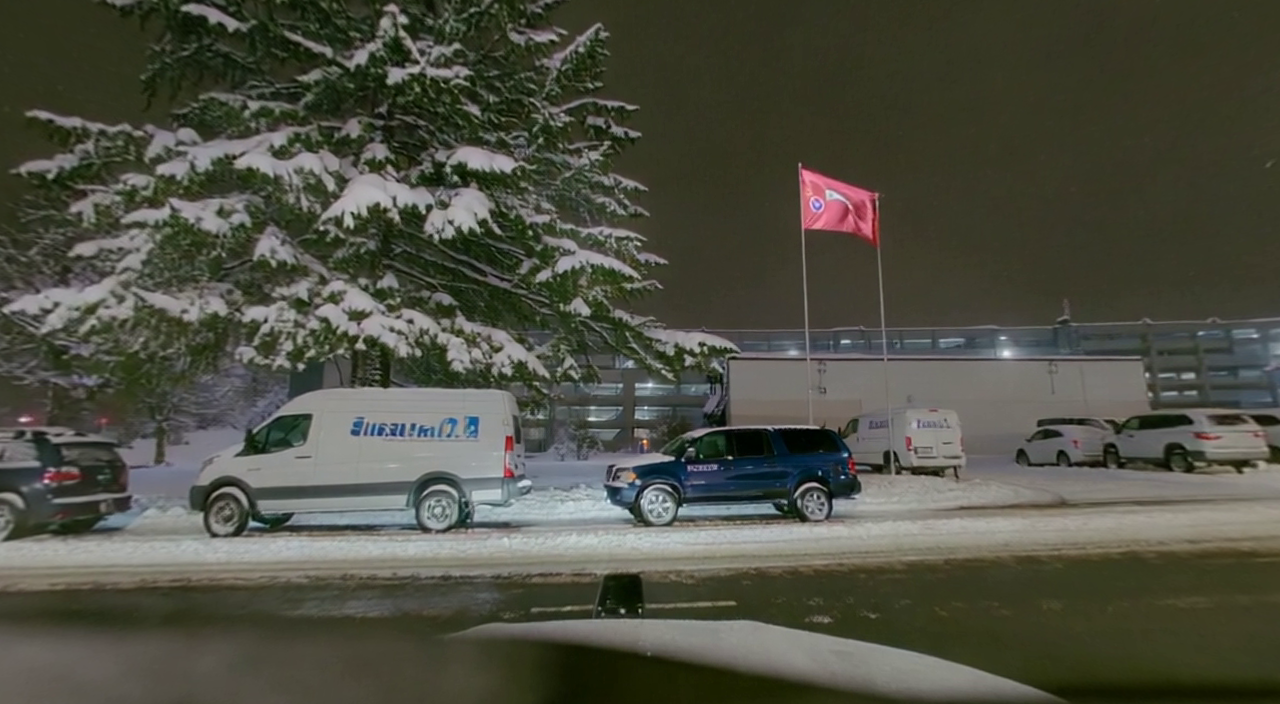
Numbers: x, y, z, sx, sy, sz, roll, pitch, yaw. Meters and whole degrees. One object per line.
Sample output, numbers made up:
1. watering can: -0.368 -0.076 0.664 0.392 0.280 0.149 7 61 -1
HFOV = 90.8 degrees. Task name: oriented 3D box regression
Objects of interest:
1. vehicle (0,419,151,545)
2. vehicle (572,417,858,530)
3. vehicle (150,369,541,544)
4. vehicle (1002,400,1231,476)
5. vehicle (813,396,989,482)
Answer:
1. vehicle: -12.588 2.179 10.819 6.311 1.951 2.161 1 -8 -6
2. vehicle: 1.244 2.224 11.959 4.992 1.894 2.043 1 -8 -7
3. vehicle: -4.846 1.830 11.479 5.899 2.757 2.257 1 -8 -6
4. vehicle: 15.767 2.954 21.699 2.228 2.126 6.632 -1 -8 -5
5. vehicle: 7.939 2.791 20.209 2.491 2.324 5.986 1 -8 -6
